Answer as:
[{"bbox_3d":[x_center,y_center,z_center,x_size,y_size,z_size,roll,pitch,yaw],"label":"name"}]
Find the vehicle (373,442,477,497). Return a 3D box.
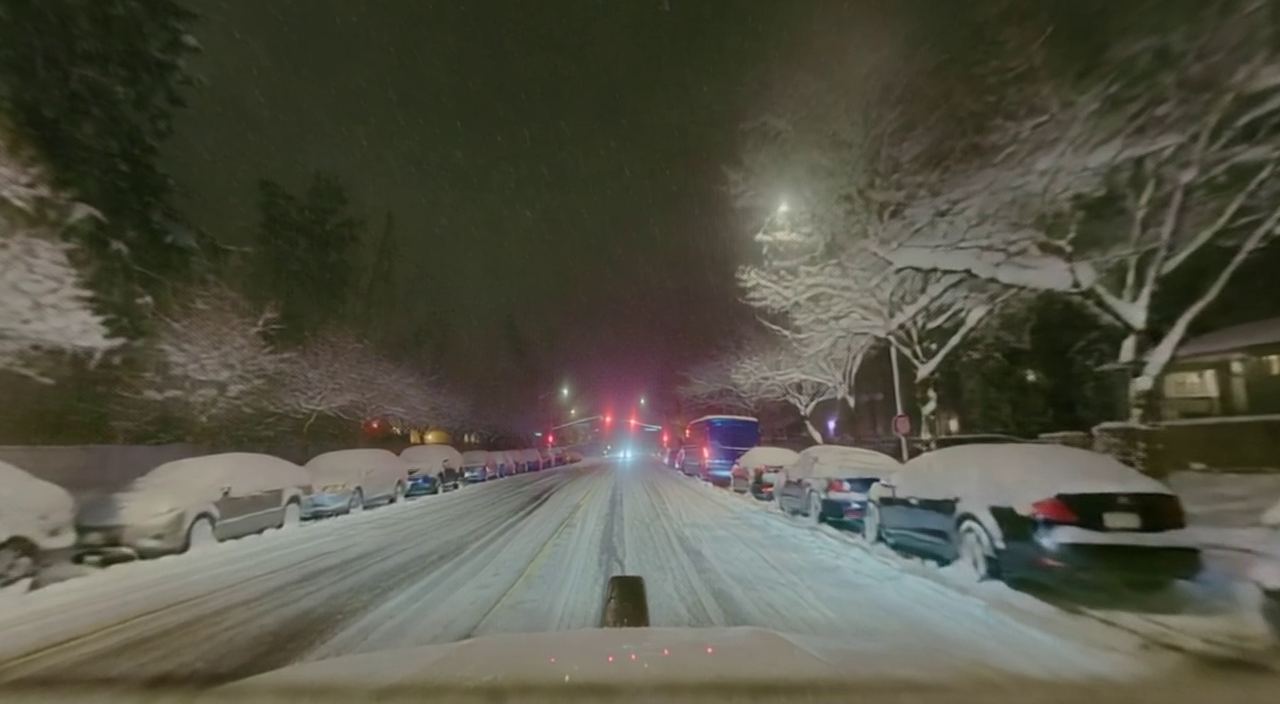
[{"bbox_3d":[-7.535,4.142,22.690,1.984,1.745,4.866,0,-9,0],"label":"vehicle"}]

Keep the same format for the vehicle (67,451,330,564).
[{"bbox_3d":[-7.221,2.508,10.936,1.775,1.433,4.011,-2,-8,-2],"label":"vehicle"}]

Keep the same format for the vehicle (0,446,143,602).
[{"bbox_3d":[-7.180,1.643,5.782,1.950,1.489,4.214,-1,-9,-3],"label":"vehicle"}]

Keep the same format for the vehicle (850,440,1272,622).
[{"bbox_3d":[4.206,1.796,7.437,1.804,1.453,4.462,0,-9,-1],"label":"vehicle"}]

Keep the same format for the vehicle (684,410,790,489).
[{"bbox_3d":[3.799,4.108,26.671,3.089,2.882,6.770,0,-9,-3],"label":"vehicle"}]

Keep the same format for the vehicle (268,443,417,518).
[{"bbox_3d":[-7.438,3.196,16.300,1.874,1.607,4.174,-1,-8,-1],"label":"vehicle"}]
